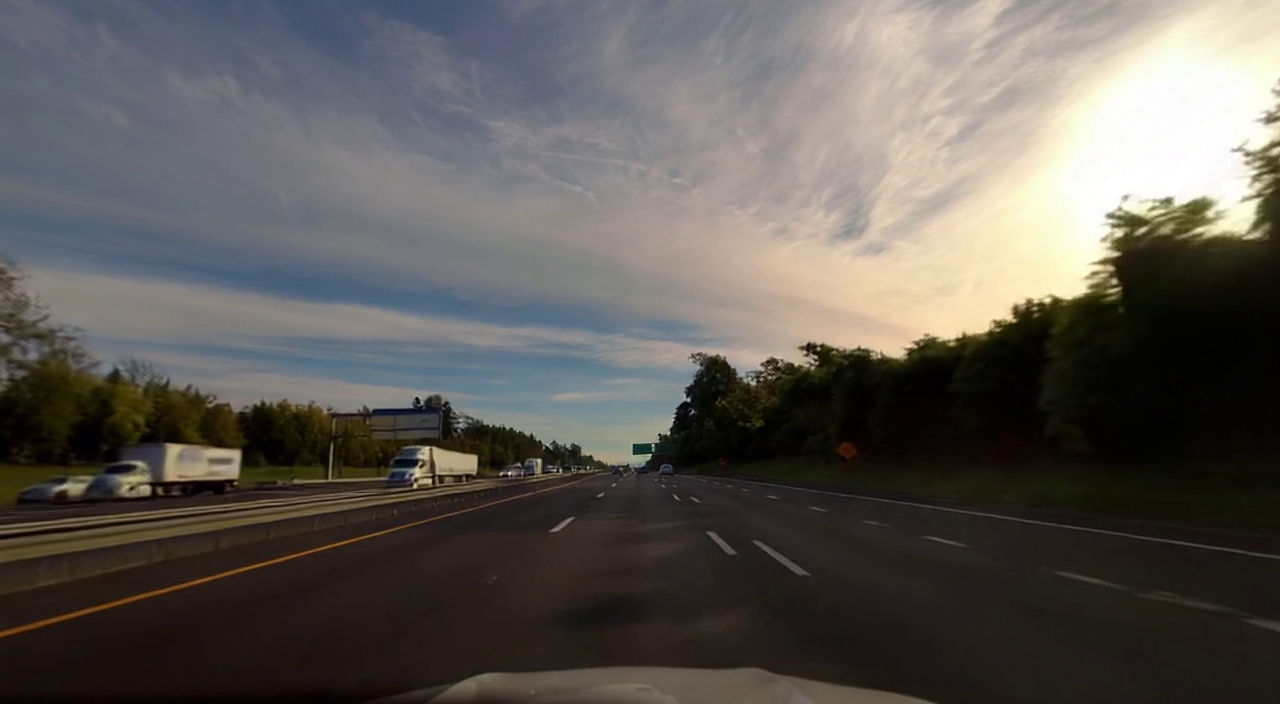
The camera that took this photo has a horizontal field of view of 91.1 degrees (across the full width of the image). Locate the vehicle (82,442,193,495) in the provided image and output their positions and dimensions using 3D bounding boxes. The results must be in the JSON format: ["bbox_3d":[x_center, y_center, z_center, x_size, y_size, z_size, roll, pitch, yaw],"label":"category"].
[{"bbox_3d":[-37.221,8.700,46.857,2.934,3.595,6.031,1,-10,0],"label":"vehicle"}]

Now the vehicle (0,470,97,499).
[{"bbox_3d":[-41.053,9.143,43.598,2.129,1.831,5.042,1,-10,0],"label":"vehicle"}]
